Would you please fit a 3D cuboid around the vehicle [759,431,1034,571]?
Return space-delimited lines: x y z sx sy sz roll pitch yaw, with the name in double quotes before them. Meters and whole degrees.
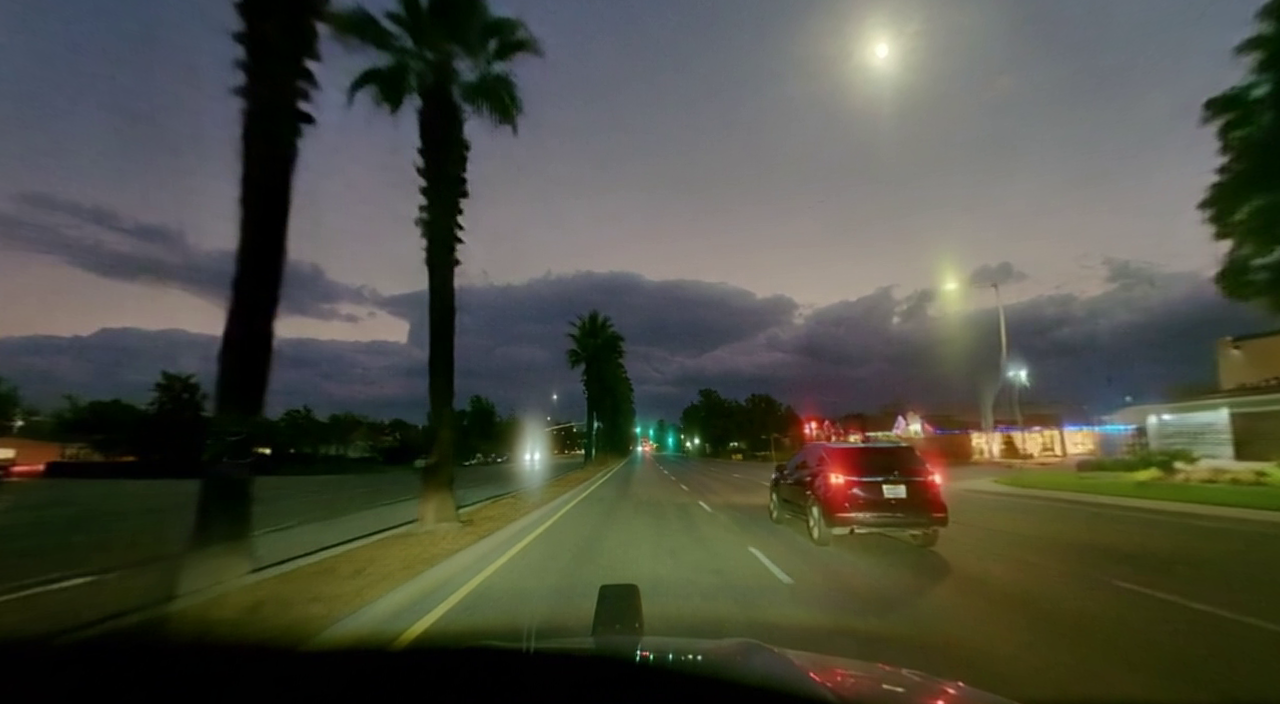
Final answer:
"vehicle" 3.223 1.965 9.222 1.989 1.492 4.689 0 -9 -1
